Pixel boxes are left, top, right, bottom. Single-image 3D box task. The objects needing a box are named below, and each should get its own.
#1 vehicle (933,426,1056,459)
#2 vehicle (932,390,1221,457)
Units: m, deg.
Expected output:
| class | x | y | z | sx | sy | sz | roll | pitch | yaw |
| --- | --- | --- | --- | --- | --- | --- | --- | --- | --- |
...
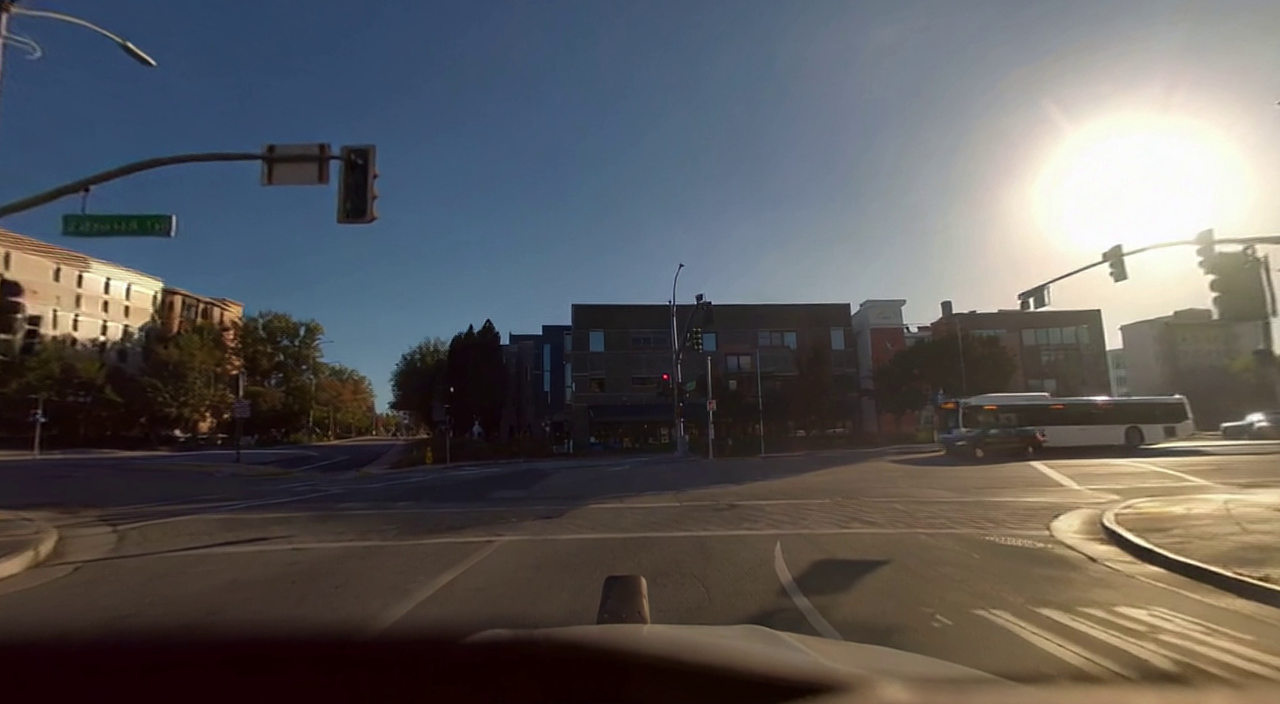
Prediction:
| class | x | y | z | sx | sy | sz | roll | pitch | yaw |
| --- | --- | --- | --- | --- | --- | --- | --- | --- | --- |
| vehicle | 16.206 | 4.179 | 28.876 | 4.538 | 1.461 | 1.805 | 0 | -9 | -1 |
| vehicle | 22.549 | 3.813 | 32.962 | 12.822 | 3.296 | 3.033 | 0 | -9 | -1 |
